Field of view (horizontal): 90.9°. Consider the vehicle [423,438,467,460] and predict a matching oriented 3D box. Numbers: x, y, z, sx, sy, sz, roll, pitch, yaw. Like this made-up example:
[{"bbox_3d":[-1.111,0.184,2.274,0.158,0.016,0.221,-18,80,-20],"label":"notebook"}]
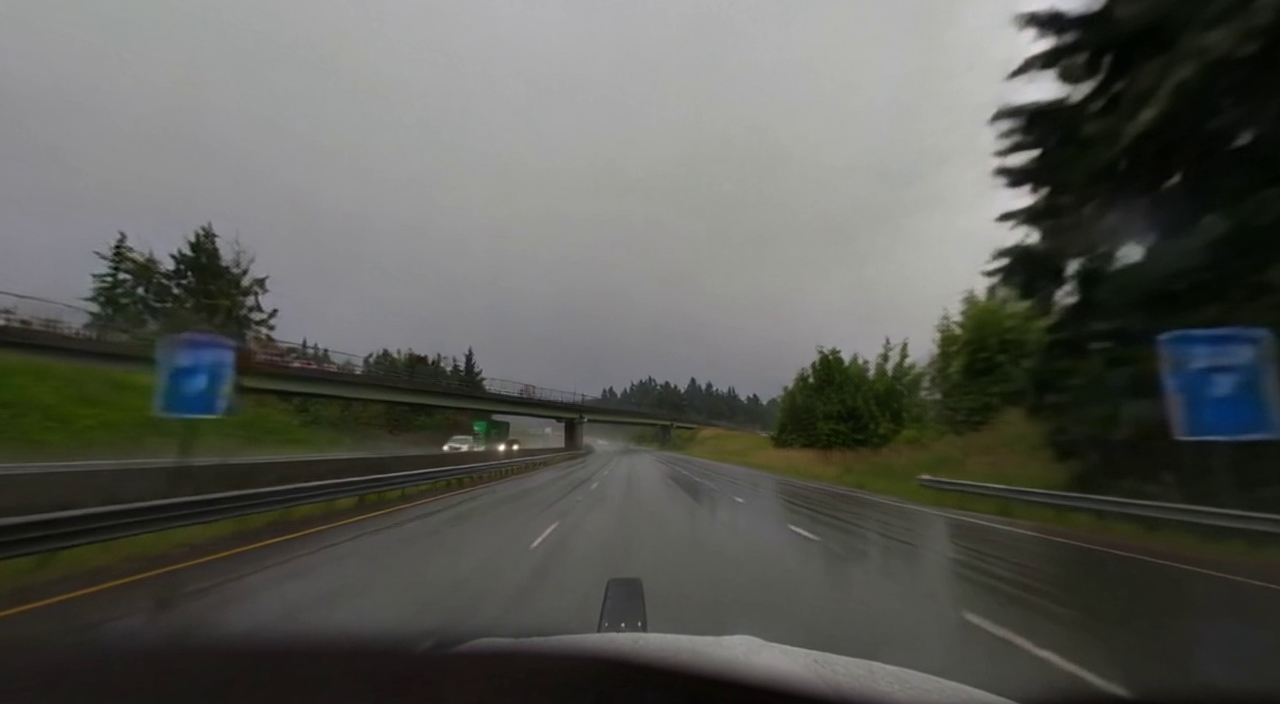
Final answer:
[{"bbox_3d":[-15.222,7.620,49.436,2.117,1.623,4.690,0,-9,-2],"label":"vehicle"}]
